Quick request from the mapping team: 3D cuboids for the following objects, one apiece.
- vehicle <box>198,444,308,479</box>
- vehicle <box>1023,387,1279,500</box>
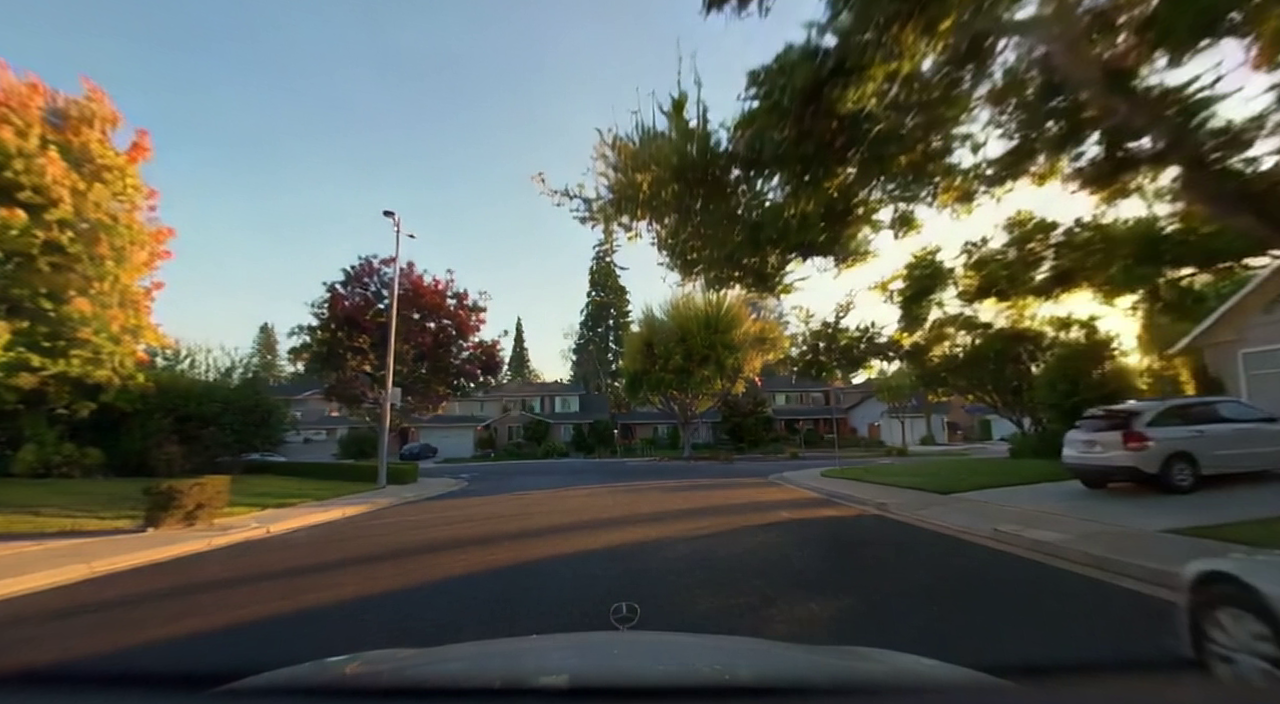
[{"bbox_3d":[-20.876,5.919,34.227,4.594,1.778,2.055,0,-8,0],"label":"vehicle"},{"bbox_3d":[10.627,1.721,12.224,4.888,1.807,2.224,-3,-8,0],"label":"vehicle"}]
